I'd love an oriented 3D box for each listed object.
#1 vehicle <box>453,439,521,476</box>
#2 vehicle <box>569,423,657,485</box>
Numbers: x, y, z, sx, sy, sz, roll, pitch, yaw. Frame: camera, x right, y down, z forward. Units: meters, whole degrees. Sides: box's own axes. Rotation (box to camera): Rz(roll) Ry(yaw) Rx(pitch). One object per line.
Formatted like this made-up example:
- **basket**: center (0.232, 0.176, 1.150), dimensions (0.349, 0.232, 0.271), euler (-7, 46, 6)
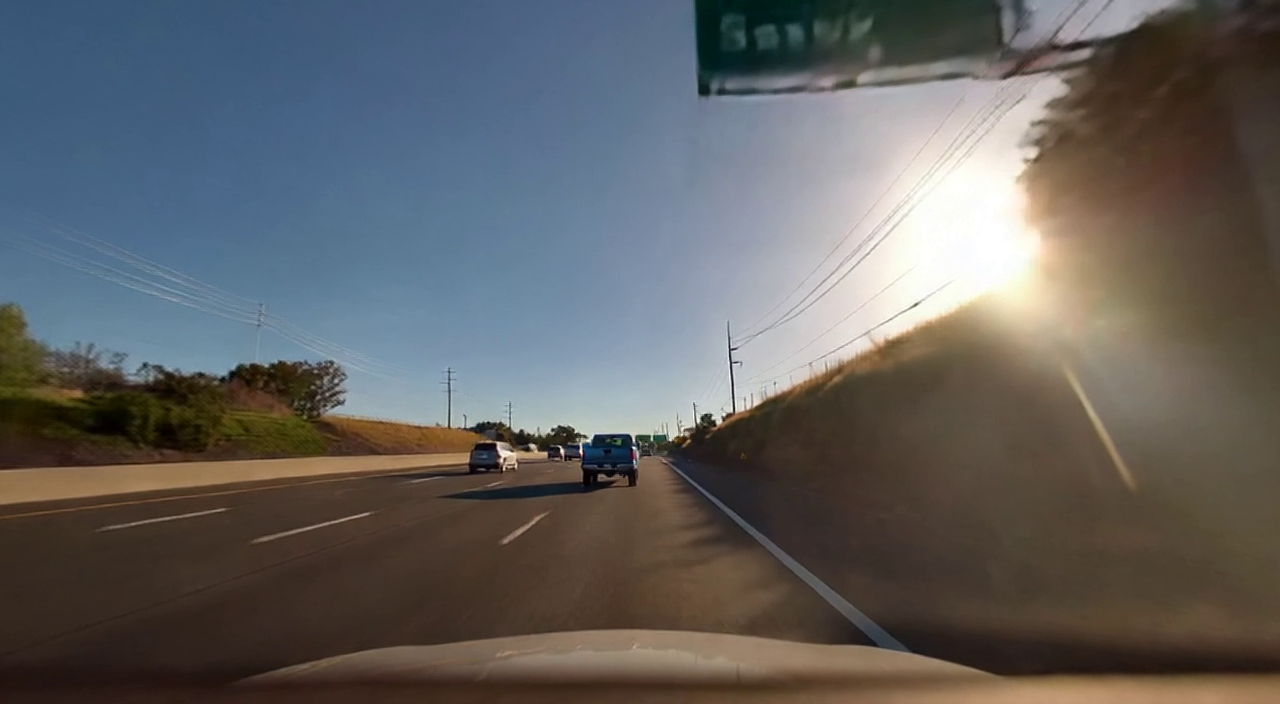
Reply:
- **vehicle**: center (-7.165, 4.969, 29.913), dimensions (2.055, 1.618, 4.457), euler (0, -9, 1)
- **vehicle**: center (-0.915, 3.951, 24.585), dimensions (2.972, 2.087, 6.126), euler (0, -9, 0)
